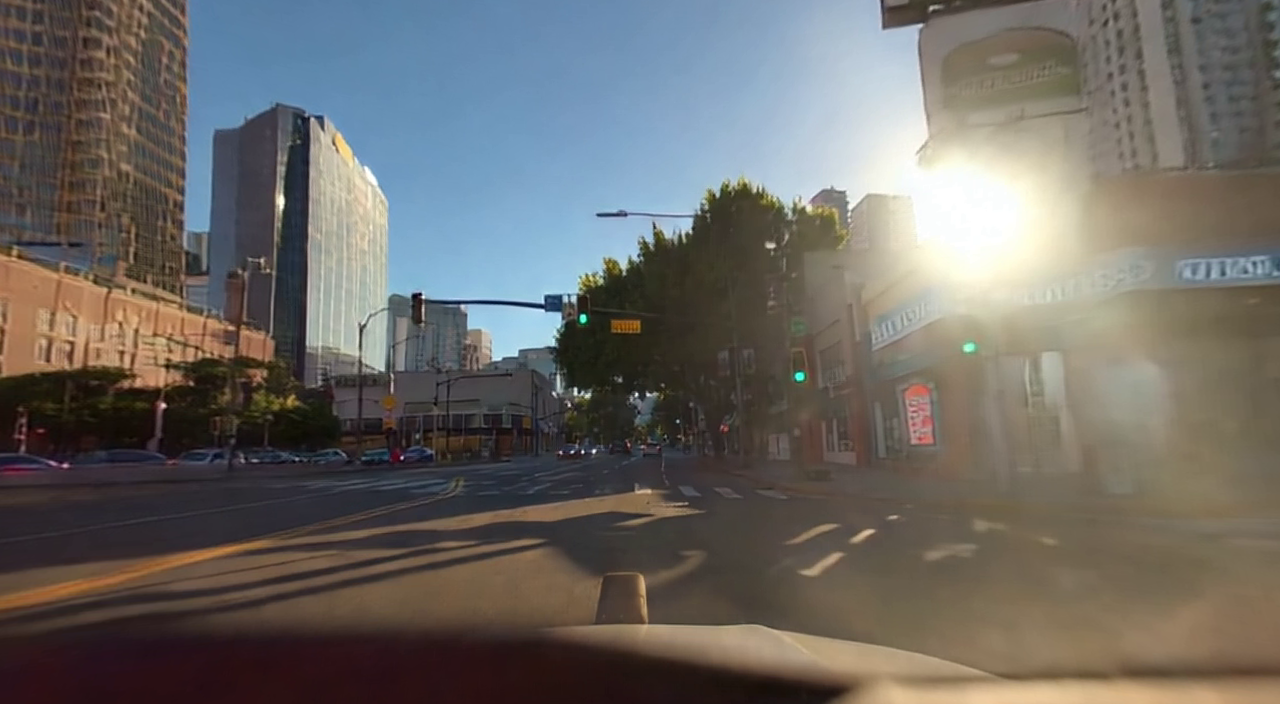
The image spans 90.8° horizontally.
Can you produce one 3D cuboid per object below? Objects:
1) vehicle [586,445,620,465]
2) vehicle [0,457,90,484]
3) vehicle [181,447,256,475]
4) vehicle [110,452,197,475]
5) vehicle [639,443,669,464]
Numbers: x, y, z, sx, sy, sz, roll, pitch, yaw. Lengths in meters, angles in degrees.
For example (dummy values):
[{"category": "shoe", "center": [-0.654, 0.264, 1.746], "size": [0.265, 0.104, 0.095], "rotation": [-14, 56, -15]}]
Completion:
[{"category": "vehicle", "center": [-2.634, 7.514, 46.197], "size": [1.962, 1.420, 4.021], "rotation": [-1, -9, 4]}, {"category": "vehicle", "center": [-35.422, 6.867, 36.890], "size": [1.826, 1.432, 4.530], "rotation": [-5, -10, 29]}, {"category": "vehicle", "center": [-28.269, 7.263, 42.455], "size": [1.643, 1.755, 3.666], "rotation": [-5, -10, 34]}, {"category": "vehicle", "center": [-34.509, 7.902, 44.958], "size": [1.802, 1.549, 4.439], "rotation": [-5, -10, 27]}, {"category": "vehicle", "center": [1.053, 7.722, 48.105], "size": [2.168, 1.545, 4.047], "rotation": [0, -9, 1]}]
